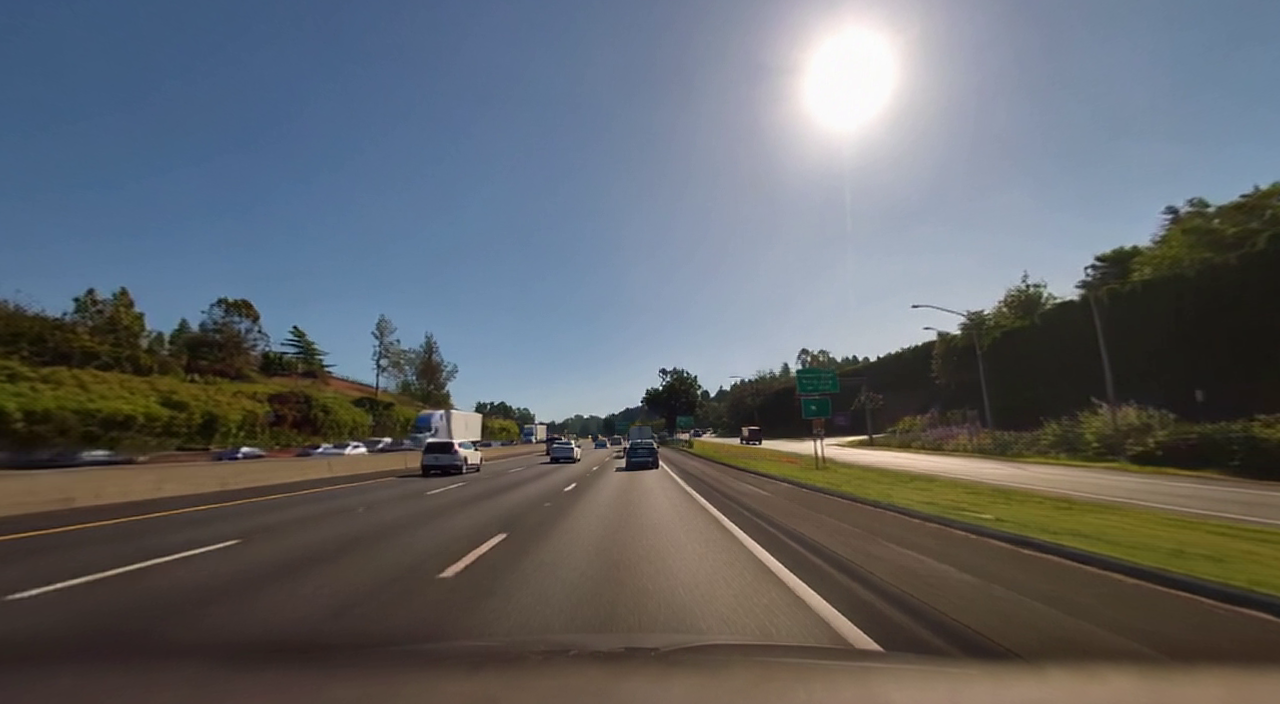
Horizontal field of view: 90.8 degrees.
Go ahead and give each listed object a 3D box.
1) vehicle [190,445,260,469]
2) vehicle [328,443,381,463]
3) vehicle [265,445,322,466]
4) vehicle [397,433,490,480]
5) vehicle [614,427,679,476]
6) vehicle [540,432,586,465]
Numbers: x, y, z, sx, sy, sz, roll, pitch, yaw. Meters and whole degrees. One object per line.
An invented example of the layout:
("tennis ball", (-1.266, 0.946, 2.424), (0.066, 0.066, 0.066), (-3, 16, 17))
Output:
("vehicle", (-29.020, 7.359, 44.382), (1.813, 1.570, 4.679), (0, -8, -1))
("vehicle", (-21.347, 7.569, 47.468), (1.839, 1.455, 4.501), (0, -8, 0))
("vehicle", (-25.198, 7.555, 46.113), (1.873, 1.435, 4.122), (0, -8, 0))
("vehicle", (-7.728, 4.158, 25.403), (2.195, 1.652, 4.733), (0, -8, 0))
("vehicle", (0.191, 3.973, 25.413), (2.378, 1.750, 4.355), (0, -8, -1))
("vehicle", (-4.270, 5.445, 35.598), (2.044, 1.717, 4.421), (0, -8, 0))
